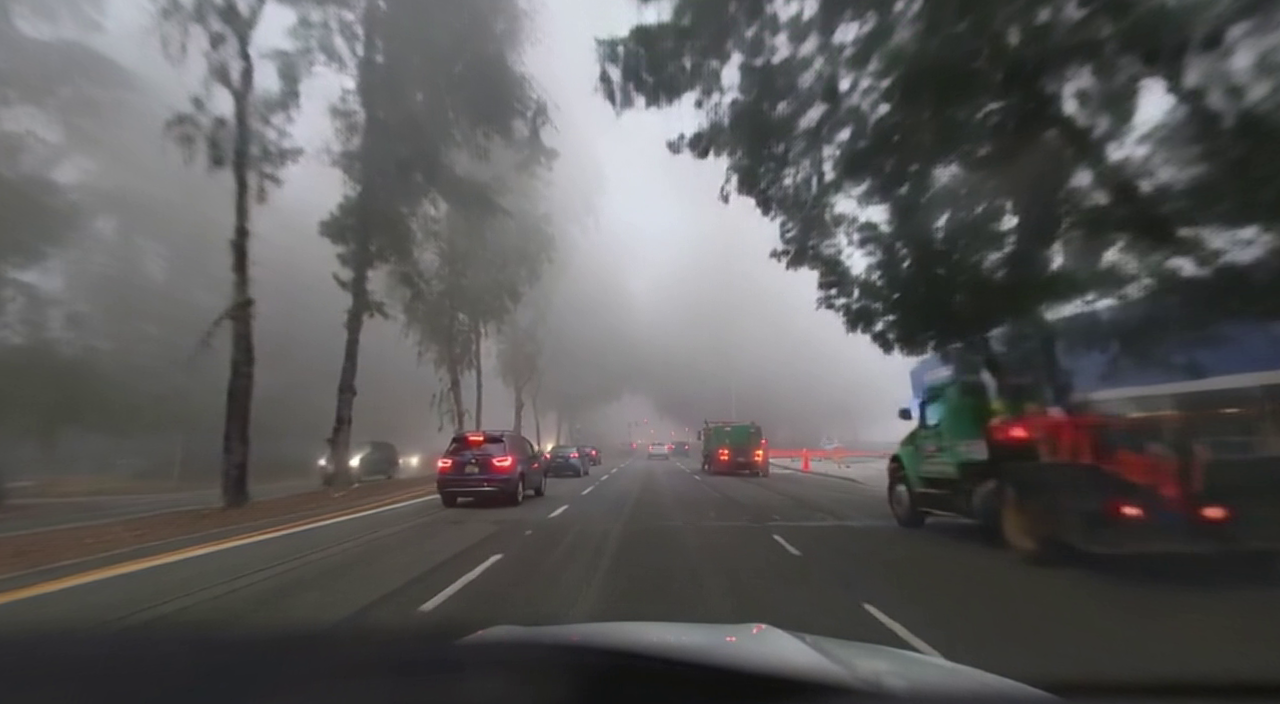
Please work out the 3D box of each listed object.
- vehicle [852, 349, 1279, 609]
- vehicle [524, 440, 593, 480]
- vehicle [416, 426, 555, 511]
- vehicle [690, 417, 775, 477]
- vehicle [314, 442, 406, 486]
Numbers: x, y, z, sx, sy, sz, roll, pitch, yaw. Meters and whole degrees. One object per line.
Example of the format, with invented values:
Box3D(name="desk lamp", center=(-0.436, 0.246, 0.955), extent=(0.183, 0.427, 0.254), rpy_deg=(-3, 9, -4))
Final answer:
Box3D(name="vehicle", center=(5.435, 1.577, 8.877), extent=(2.653, 2.231, 6.793), rpy_deg=(0, -8, 1))
Box3D(name="vehicle", center=(-3.239, 4.407, 26.047), extent=(2.107, 1.482, 4.674), rpy_deg=(0, -8, 1))
Box3D(name="vehicle", center=(-3.400, 2.658, 14.880), extent=(2.038, 1.682, 4.399), rpy_deg=(0, -8, 2))
Box3D(name="vehicle", center=(4.181, 4.575, 30.461), extent=(2.760, 2.465, 7.936), rpy_deg=(0, -8, -1))
Box3D(name="vehicle", center=(-12.278, 4.918, 27.981), extent=(1.920, 1.758, 4.452), rpy_deg=(0, -8, 1))
